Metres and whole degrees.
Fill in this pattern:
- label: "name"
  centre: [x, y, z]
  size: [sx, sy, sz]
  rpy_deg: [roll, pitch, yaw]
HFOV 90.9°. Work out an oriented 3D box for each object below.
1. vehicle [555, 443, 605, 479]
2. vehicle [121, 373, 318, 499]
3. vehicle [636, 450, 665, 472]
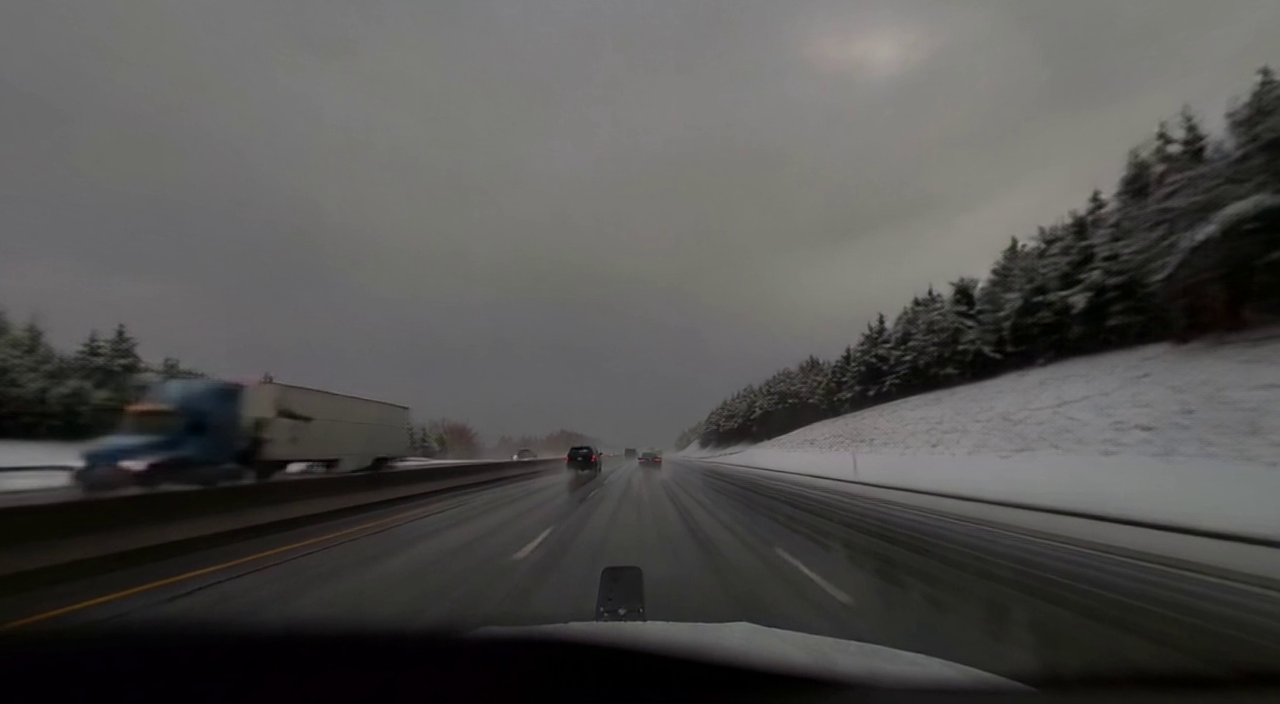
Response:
- label: "vehicle"
  centre: [-3.017, 5.640, 32.802]
  size: [2.143, 1.770, 4.283]
  rpy_deg: [0, -9, 1]
- label: "vehicle"
  centre: [-15.028, 3.130, 23.236]
  size: [2.994, 4.041, 5.835]
  rpy_deg: [0, -9, 0]
- label: "vehicle"
  centre: [0.739, 7.926, 46.102]
  size: [2.036, 1.519, 4.225]
  rpy_deg: [0, -9, 0]
